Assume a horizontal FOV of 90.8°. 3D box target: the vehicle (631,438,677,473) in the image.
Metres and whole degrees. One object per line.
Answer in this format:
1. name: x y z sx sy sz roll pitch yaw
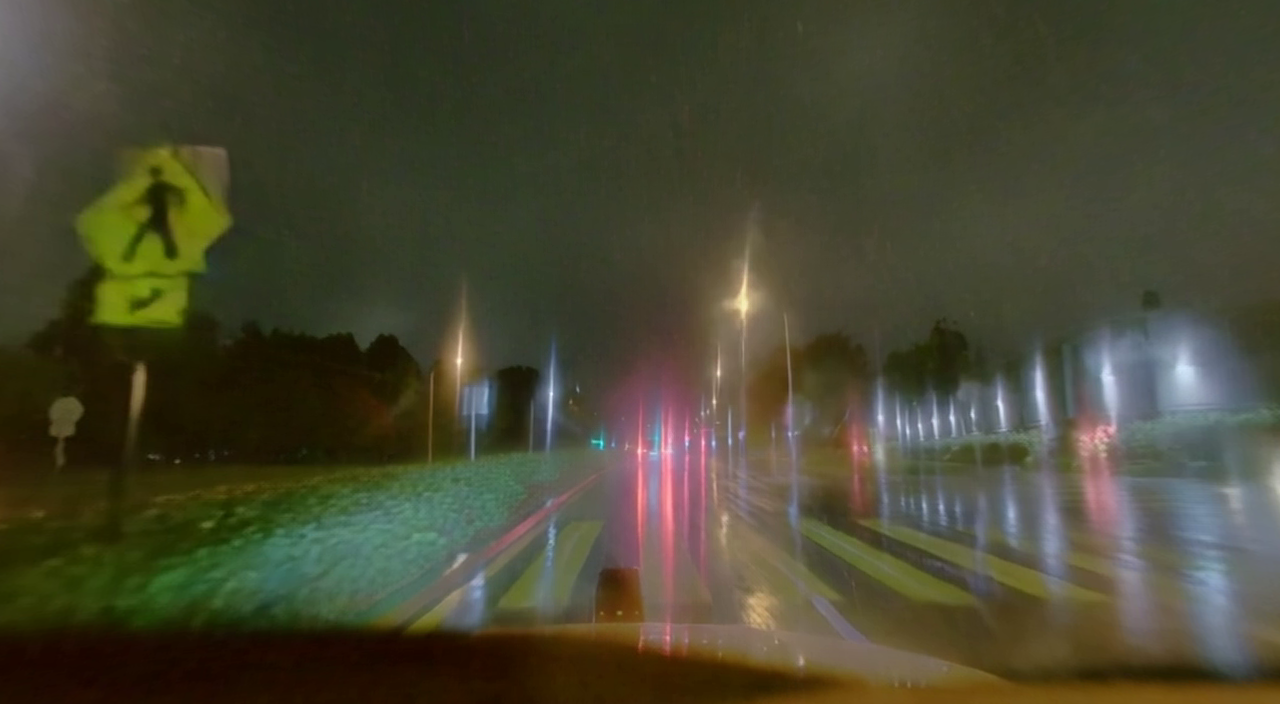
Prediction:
1. vehicle: 0.718 5.170 31.789 2.158 1.600 3.865 -1 -8 2
